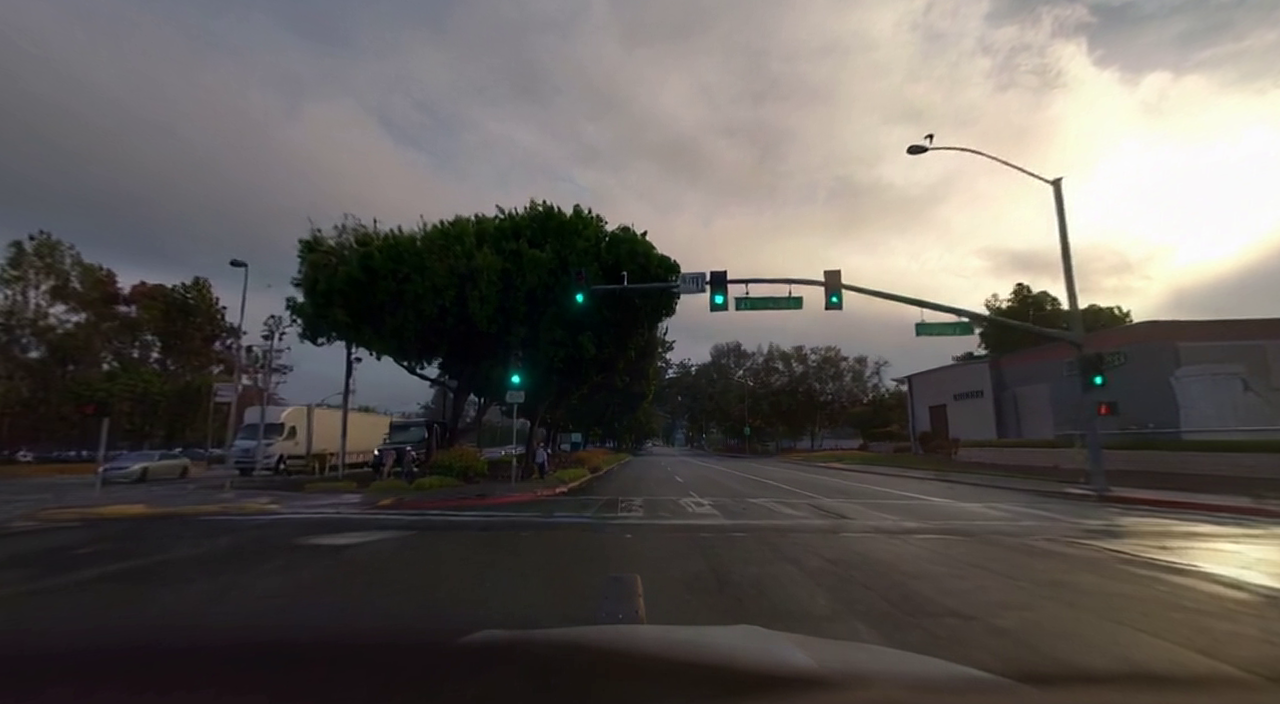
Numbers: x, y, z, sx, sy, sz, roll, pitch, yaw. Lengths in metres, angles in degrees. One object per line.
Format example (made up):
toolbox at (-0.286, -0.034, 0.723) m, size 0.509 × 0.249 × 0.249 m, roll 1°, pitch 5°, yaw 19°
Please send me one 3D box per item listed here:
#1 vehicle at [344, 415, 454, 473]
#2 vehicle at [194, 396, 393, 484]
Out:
vehicle at (-17.821, 7.058, 48.254) m, size 3.044 × 3.826 × 13.690 m, roll 0°, pitch -9°, yaw 0°
vehicle at (-17.745, 4.920, 34.439) m, size 2.953 × 3.772 × 14.243 m, roll 0°, pitch -9°, yaw -1°
